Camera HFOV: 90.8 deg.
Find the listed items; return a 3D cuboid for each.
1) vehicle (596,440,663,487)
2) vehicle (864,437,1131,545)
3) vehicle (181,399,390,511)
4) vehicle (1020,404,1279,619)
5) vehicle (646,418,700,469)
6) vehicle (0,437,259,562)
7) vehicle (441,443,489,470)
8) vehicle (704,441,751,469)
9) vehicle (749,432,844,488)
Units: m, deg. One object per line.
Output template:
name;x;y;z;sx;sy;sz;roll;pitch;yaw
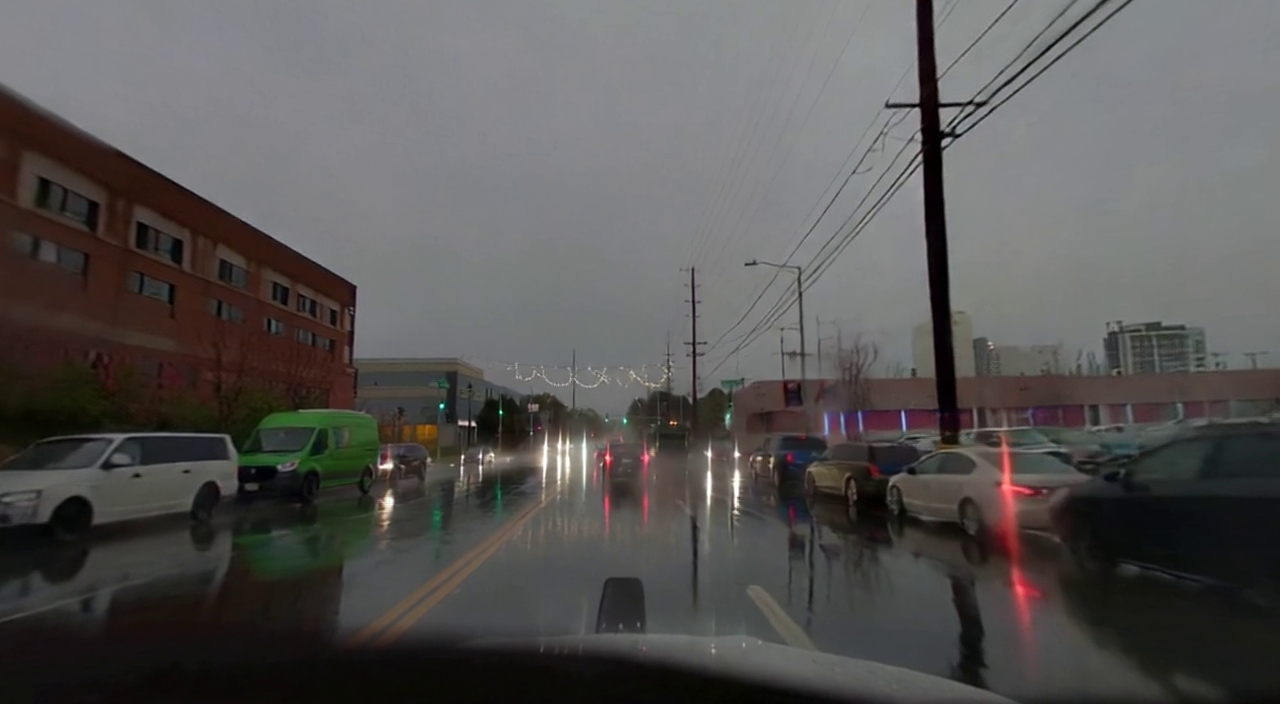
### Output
vehicle;-0.411;3.813;22.035;2.112;1.464;4.411;0;-8;-2
vehicle;5.752;2.251;10.998;2.012;1.470;4.394;0;-8;-1
vehicle;-9.858;2.939;18.454;2.724;2.739;5.663;0;-8;0
vehicle;6.045;1.434;6.181;1.876;1.692;4.492;0;-8;1
vehicle;1.727;5.128;35.375;2.649;2.583;5.800;0;-8;-1
vehicle;-9.855;2.467;11.634;2.256;1.722;5.644;0;-8;-2
vehicle;-10.900;6.512;39.633;1.962;1.529;4.109;1;-8;-2
vehicle;4.953;5.877;36.277;1.824;1.481;4.057;1;-8;-5
vehicle;5.481;3.852;22.940;2.079;1.788;4.974;0;-8;-1
